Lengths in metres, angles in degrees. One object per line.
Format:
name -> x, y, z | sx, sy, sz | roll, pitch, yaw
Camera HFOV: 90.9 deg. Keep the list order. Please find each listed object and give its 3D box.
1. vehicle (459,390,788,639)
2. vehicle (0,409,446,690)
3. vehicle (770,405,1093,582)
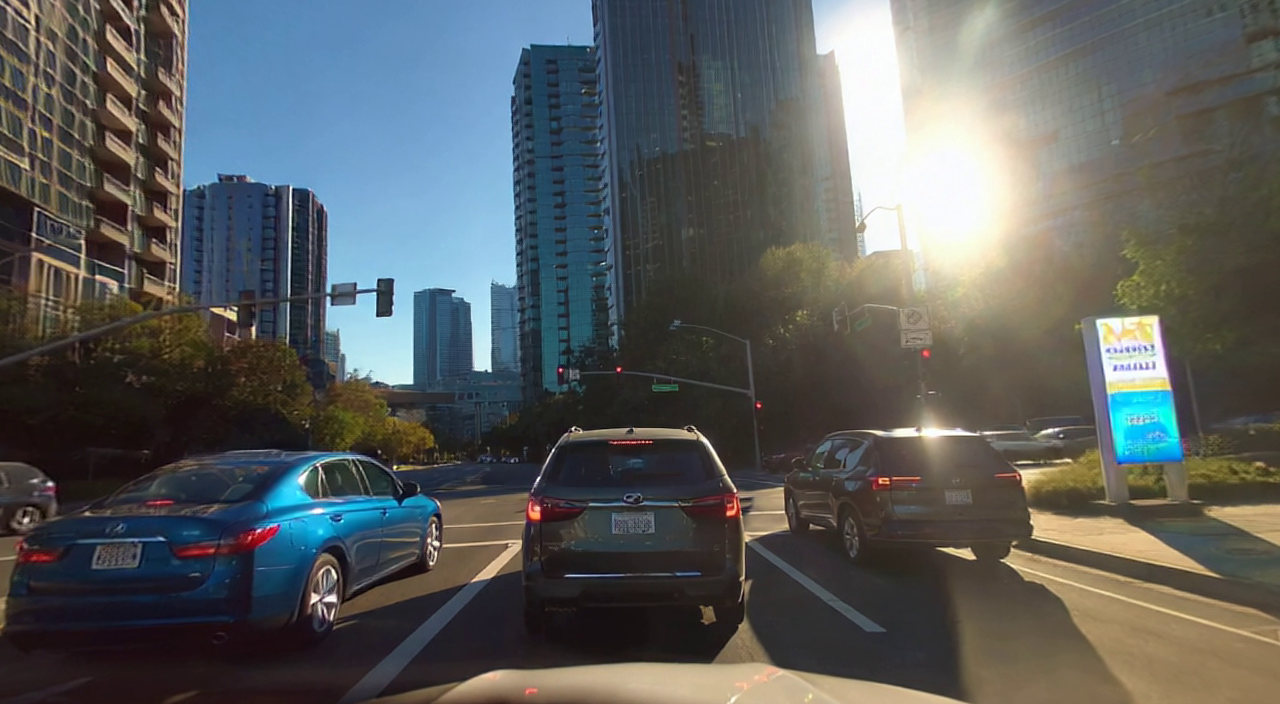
vehicle -> -0.128, 1.408, 6.437 | 2.195, 1.662, 4.262 | 0, -8, -1
vehicle -> -3.550, 1.423, 5.823 | 1.906, 1.524, 4.547 | 0, -8, 2
vehicle -> 3.217, 1.666, 8.256 | 2.004, 1.646, 4.554 | 0, -8, 0
